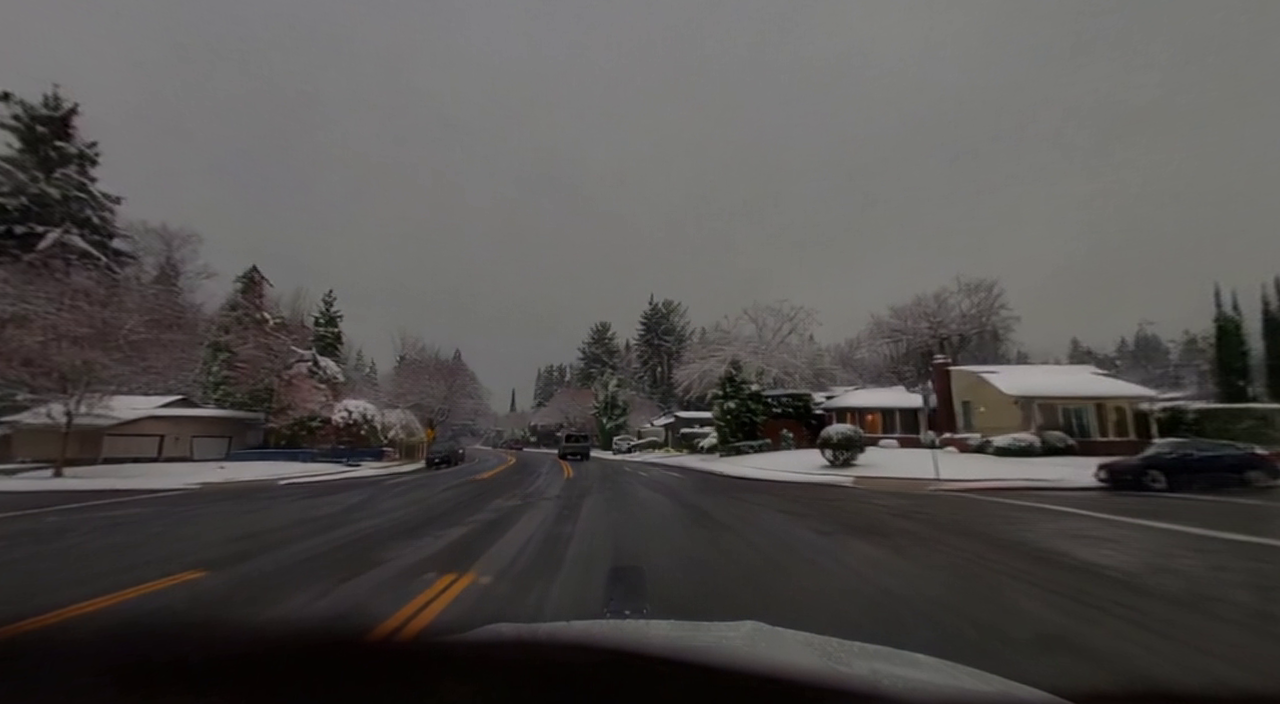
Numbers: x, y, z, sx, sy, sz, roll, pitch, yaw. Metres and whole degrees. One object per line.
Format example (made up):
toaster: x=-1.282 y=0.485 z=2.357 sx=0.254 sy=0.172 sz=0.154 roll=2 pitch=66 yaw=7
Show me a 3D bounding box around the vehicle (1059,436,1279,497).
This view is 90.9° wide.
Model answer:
vehicle: x=13.961 y=2.930 z=16.318 sx=4.737 sy=1.447 sz=1.766 roll=-2 pitch=-9 yaw=11
